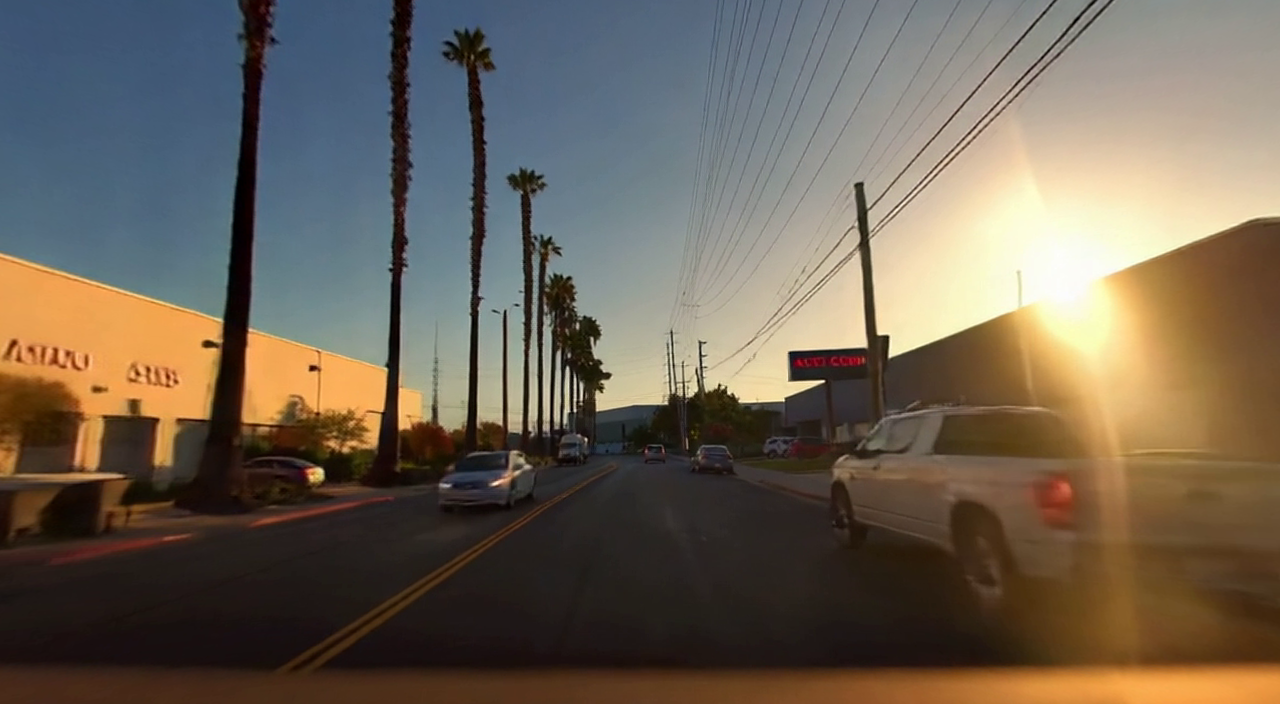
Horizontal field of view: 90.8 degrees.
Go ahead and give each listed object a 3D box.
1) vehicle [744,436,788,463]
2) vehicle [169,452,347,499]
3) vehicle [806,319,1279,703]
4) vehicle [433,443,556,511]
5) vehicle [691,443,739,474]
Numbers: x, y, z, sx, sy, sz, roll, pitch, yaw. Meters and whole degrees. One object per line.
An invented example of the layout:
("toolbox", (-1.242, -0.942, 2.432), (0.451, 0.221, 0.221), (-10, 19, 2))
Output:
("vehicle", (10.058, 7.664, 49.888), (2.325, 1.877, 5.987), (-6, -10, 20))
("vehicle", (-13.894, 4.504, 23.242), (5.187, 1.563, 2.095), (0, -9, 0))
("vehicle", (3.624, 1.265, 5.970), (2.345, 1.969, 6.070), (0, -9, -1))
("vehicle", (-3.553, 3.143, 16.400), (2.033, 1.492, 4.477), (0, -9, 1))
("vehicle", (4.131, 5.951, 35.438), (2.111, 1.611, 4.576), (0, -9, -1))
